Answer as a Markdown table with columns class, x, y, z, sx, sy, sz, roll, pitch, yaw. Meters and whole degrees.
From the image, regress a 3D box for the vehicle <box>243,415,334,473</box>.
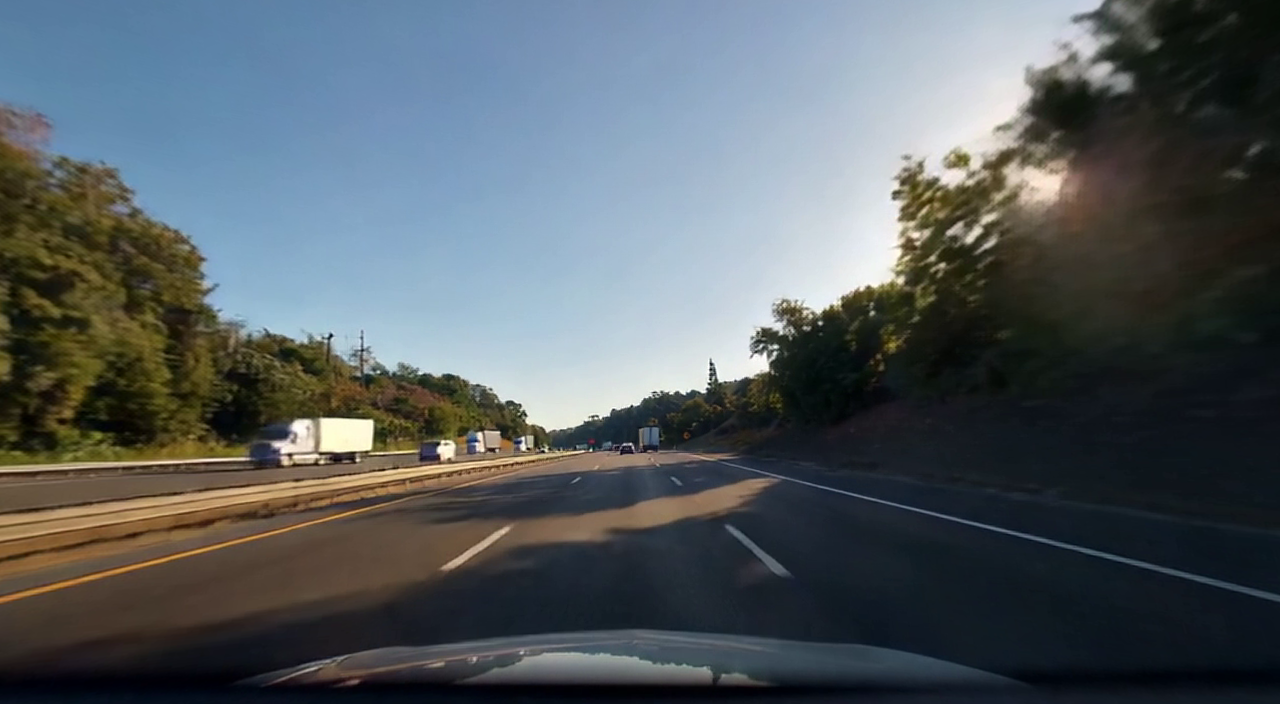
| class | x | y | z | sx | sy | sz | roll | pitch | yaw |
| --- | --- | --- | --- | --- | --- | --- | --- | --- | --- |
| vehicle | -24.342 | 6.442 | 44.027 | 2.940 | 3.748 | 5.874 | 0 | -8 | -1 |
